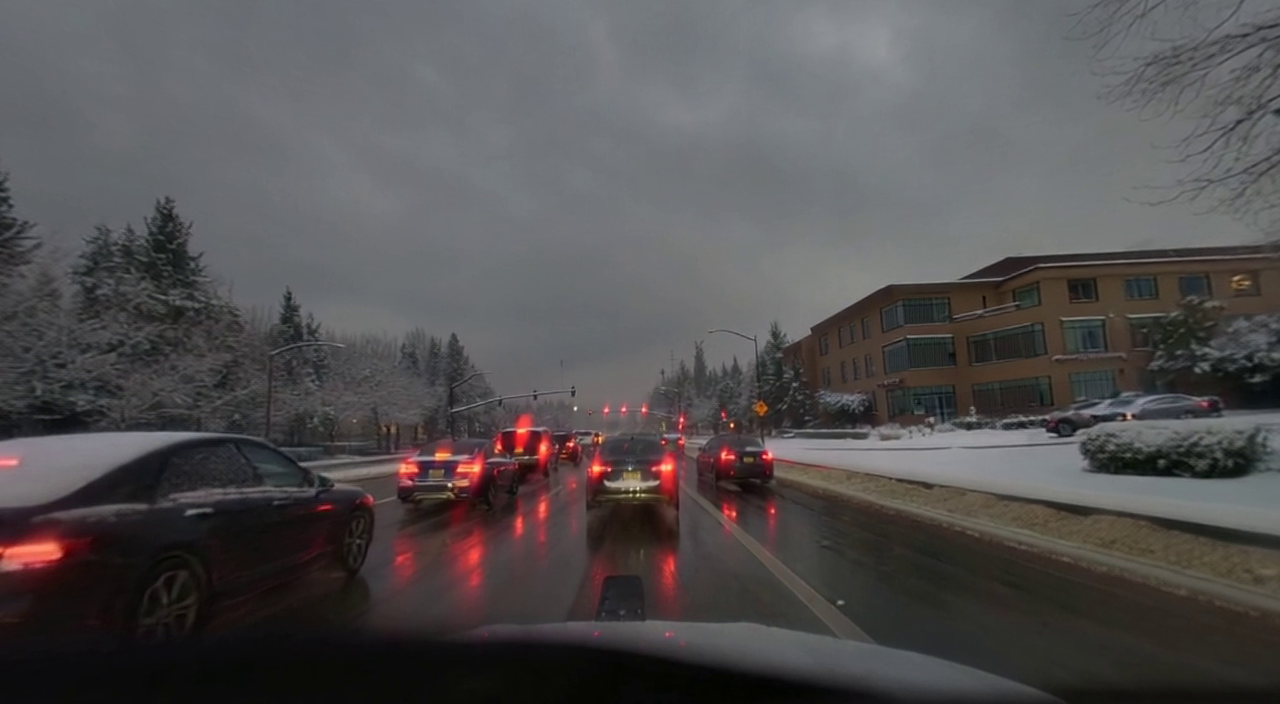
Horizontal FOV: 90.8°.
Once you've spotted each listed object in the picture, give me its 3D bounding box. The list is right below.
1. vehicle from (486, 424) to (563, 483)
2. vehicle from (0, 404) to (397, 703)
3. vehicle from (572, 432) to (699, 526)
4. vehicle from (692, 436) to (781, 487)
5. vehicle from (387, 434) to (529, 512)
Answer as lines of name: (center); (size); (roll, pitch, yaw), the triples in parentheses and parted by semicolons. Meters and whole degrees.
vehicle: (-3.985, 3.605, 22.660); (2.054, 1.881, 4.469); (0, -8, -2)
vehicle: (-3.719, 1.273, 4.749); (2.052, 1.475, 4.341); (0, -8, 0)
vehicle: (-0.122, 2.307, 12.073); (2.007, 1.467, 4.059); (0, -8, -2)
vehicle: (2.959, 3.483, 20.398); (1.978, 1.452, 4.381); (0, -8, -3)
vehicle: (-3.862, 2.639, 14.264); (1.985, 1.467, 4.224); (0, -8, 0)
